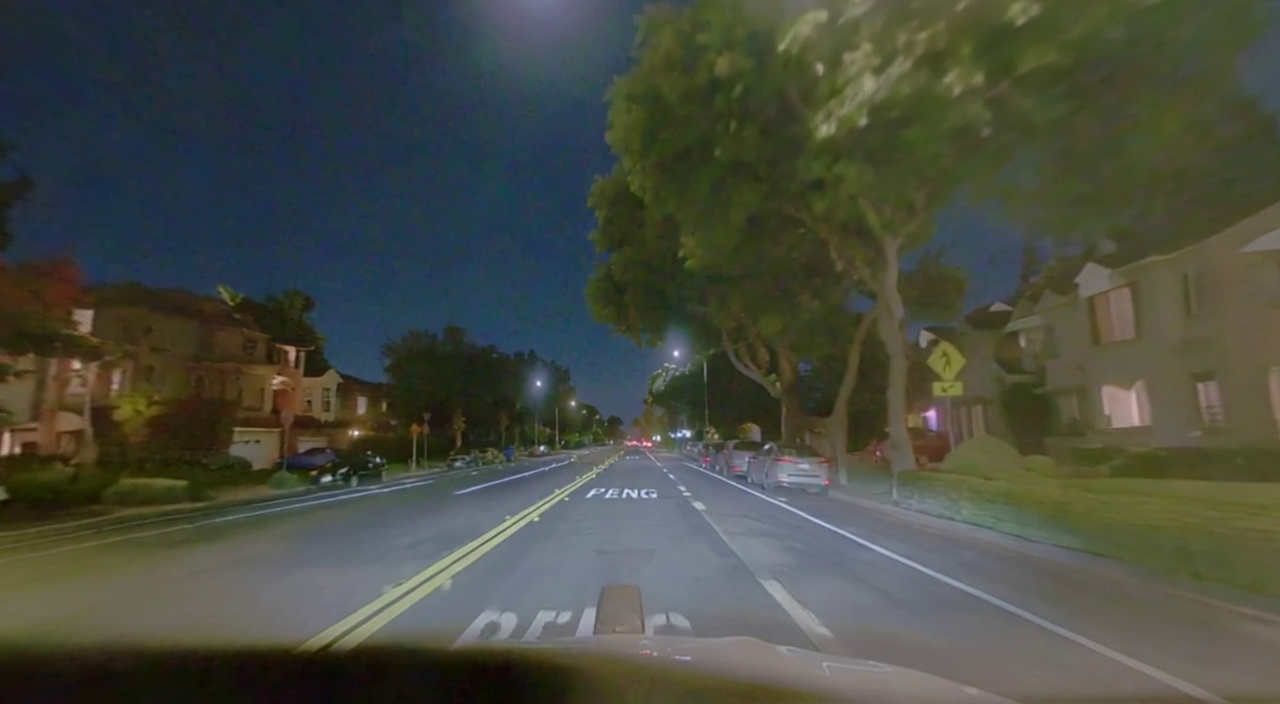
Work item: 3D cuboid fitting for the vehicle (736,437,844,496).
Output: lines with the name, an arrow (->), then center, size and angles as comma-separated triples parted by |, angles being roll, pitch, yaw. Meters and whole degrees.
vehicle -> 4.363, 3.414, 19.256 | 1.920, 1.541, 4.709 | 1, -9, -3

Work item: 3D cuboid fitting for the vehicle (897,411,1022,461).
vehicle -> 13.288, 3.529, 26.483 | 4.180, 1.707, 2.083 | 4, -9, 1

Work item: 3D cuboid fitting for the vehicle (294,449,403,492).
vehicle -> -11.472, 4.670, 25.287 | 2.079, 1.509, 4.591 | 0, -9, 1

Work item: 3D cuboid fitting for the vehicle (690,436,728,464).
vehicle -> 4.503, 6.472, 41.947 | 1.993, 1.743, 4.525 | 0, -9, -1

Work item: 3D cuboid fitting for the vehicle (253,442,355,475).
vehicle -> -17.815, 5.638, 33.598 | 4.310, 1.705, 1.905 | 0, -9, 3

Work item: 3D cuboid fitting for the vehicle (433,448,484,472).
vehicle -> -11.603, 6.923, 40.731 | 1.867, 1.452, 4.331 | 0, -8, 2
